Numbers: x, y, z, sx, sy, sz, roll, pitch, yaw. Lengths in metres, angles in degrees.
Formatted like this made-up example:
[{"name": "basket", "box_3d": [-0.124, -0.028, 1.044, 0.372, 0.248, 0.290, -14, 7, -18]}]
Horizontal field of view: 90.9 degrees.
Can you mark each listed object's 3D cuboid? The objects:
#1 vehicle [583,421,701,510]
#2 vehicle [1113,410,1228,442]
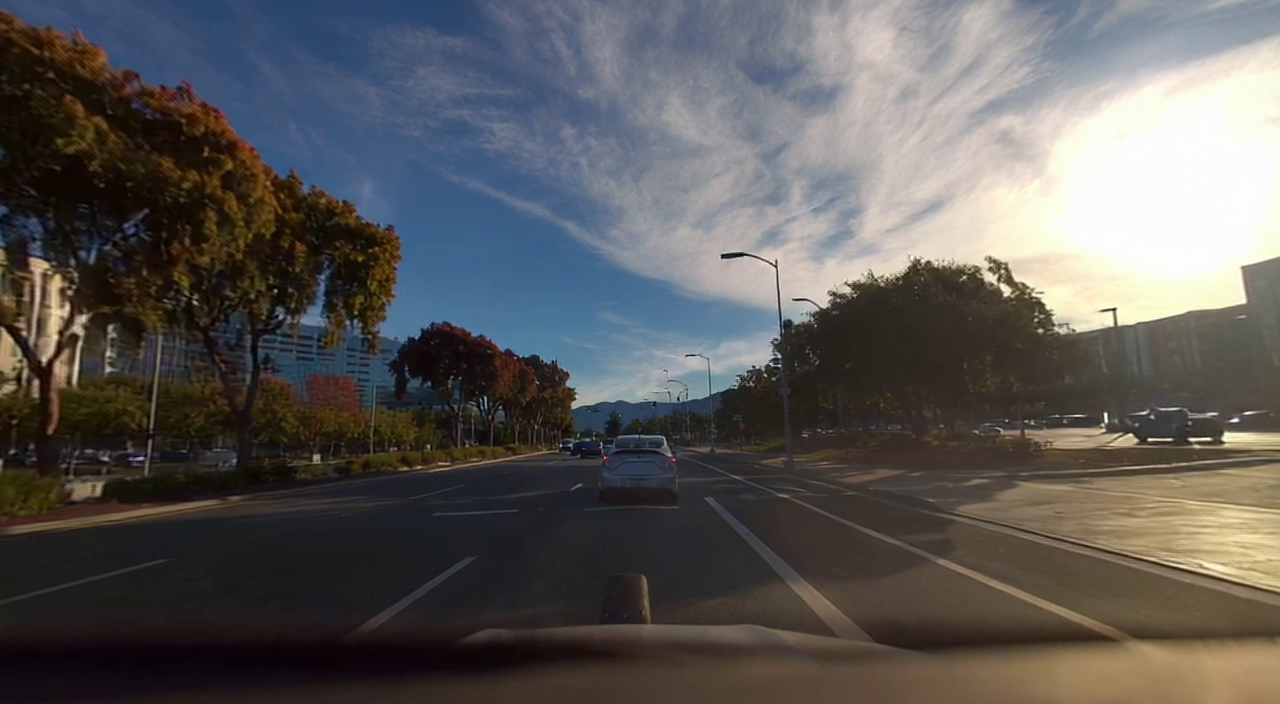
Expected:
[{"name": "vehicle", "box_3d": [0.057, 2.444, 13.975, 2.199, 1.652, 4.101, 0, -8, 1]}, {"name": "vehicle", "box_3d": [31.877, 4.507, 38.117, 4.903, 1.767, 2.105, -5, -10, 31]}]
